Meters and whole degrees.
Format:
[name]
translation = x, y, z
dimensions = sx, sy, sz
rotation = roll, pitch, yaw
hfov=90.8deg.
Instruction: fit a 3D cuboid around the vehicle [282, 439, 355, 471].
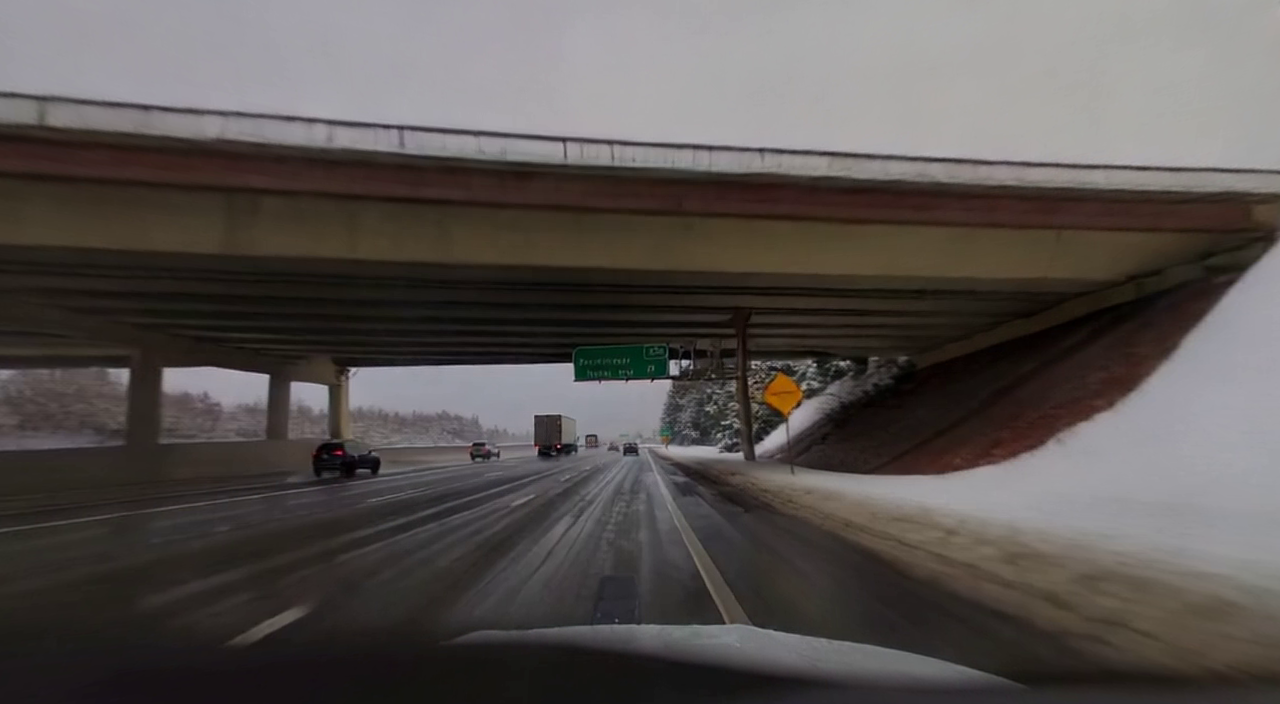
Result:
[vehicle]
translation = -18.919, 6.065, 37.427
dimensions = 1.932, 1.752, 4.541
rotation = 0, -8, 0
